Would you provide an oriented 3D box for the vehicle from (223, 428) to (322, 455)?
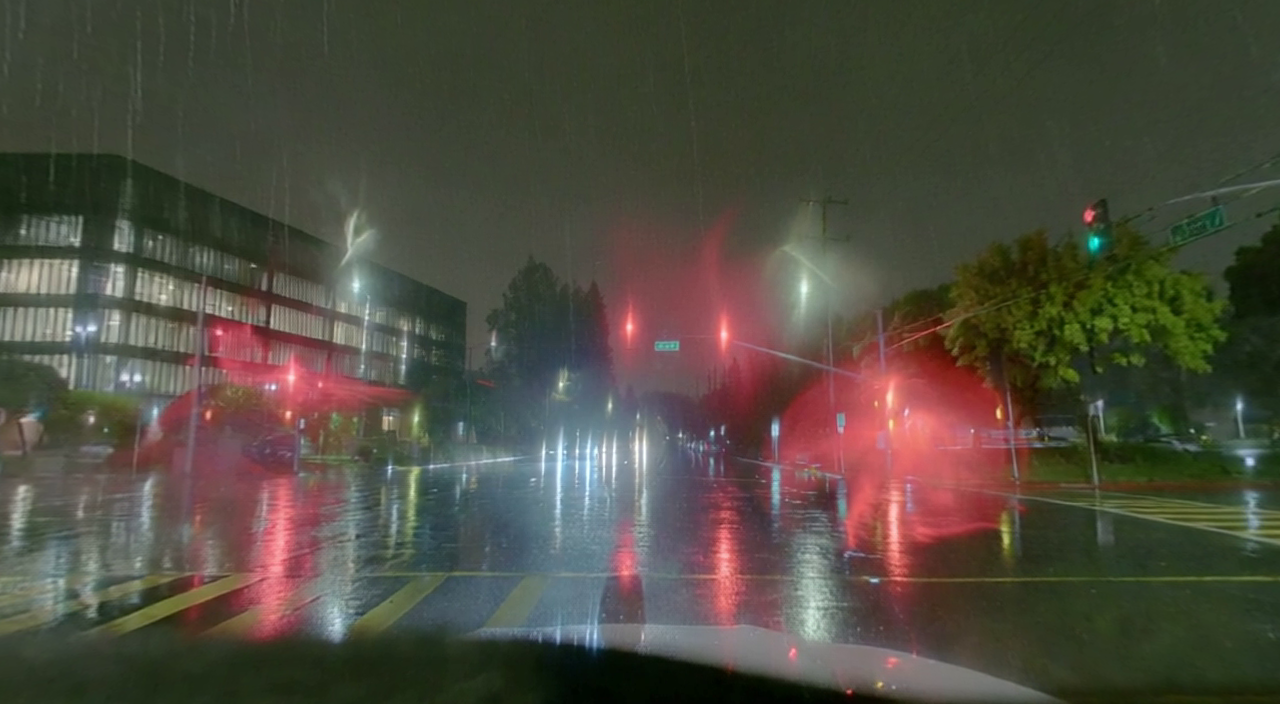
[{"bbox_3d":[-22.411,5.508,38.709,4.765,1.593,1.891,1,-9,-8],"label":"vehicle"}]
